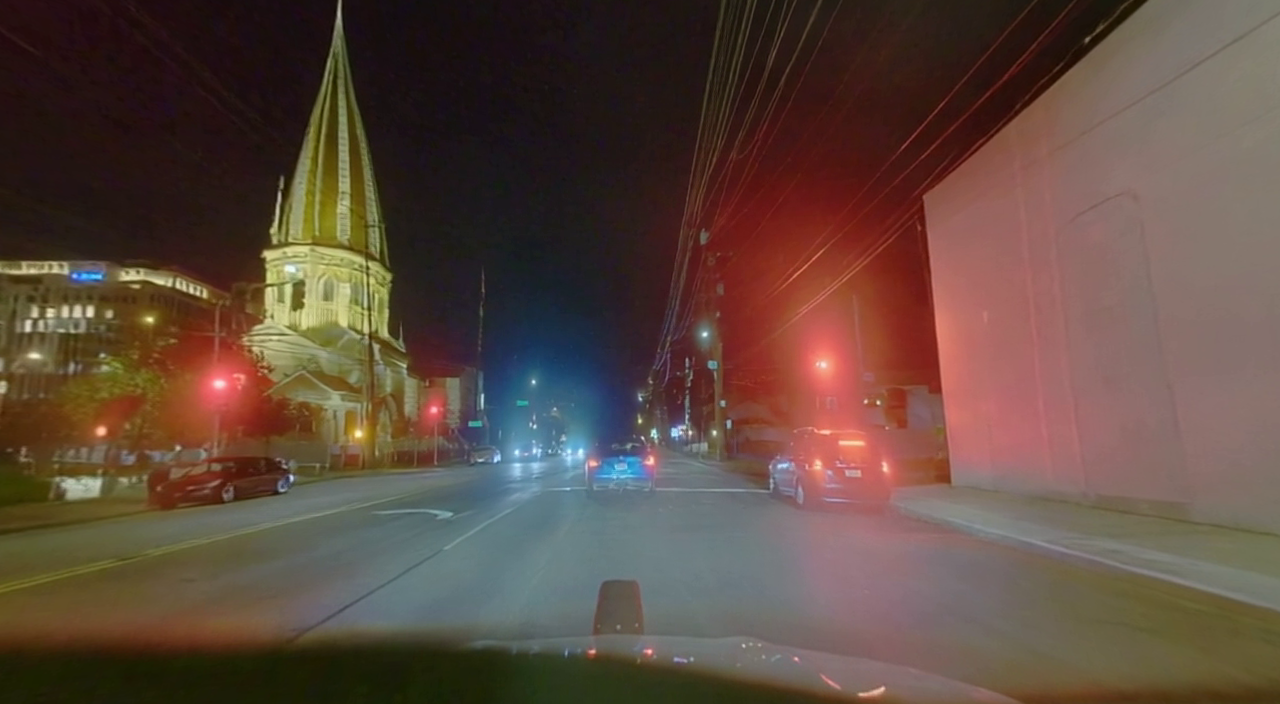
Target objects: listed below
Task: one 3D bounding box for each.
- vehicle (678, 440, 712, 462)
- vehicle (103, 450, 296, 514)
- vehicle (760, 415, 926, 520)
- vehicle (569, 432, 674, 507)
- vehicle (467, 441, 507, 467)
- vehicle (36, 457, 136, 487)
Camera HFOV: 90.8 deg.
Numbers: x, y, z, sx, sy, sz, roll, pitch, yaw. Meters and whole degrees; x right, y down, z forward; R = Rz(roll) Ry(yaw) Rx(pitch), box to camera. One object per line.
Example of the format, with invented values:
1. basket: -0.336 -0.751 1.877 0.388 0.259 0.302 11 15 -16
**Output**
1. vehicle: 3.891 7.072 45.406 1.933 1.479 4.430 0 -9 -1
2. vehicle: -11.985 3.529 17.695 1.980 1.502 4.655 0 -9 1
3. vehicle: 3.887 2.290 12.998 2.015 1.780 4.261 0 -9 1
4. vehicle: -0.384 2.623 14.533 2.049 1.453 4.299 0 -9 -1
5. vehicle: -11.961 7.966 49.694 2.104 1.830 4.554 -3 -8 -2
6. vehicle: -31.770 6.876 36.324 3.932 1.671 1.853 0 -9 0
